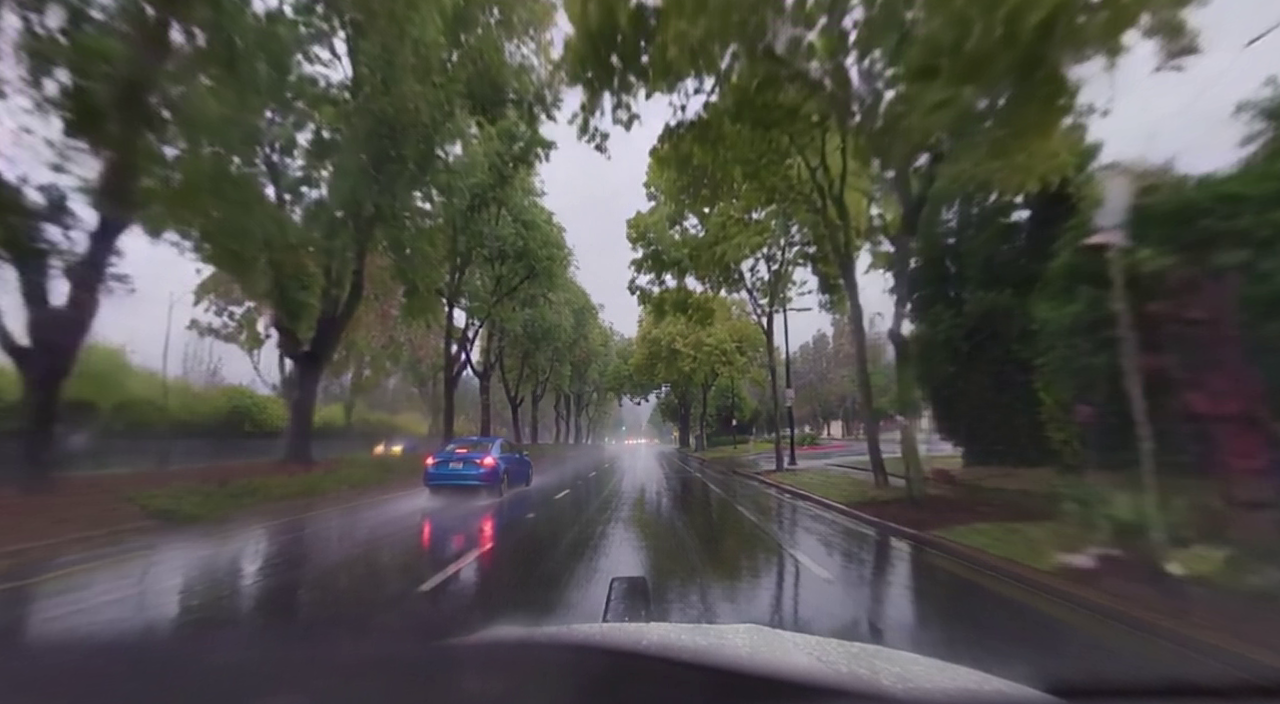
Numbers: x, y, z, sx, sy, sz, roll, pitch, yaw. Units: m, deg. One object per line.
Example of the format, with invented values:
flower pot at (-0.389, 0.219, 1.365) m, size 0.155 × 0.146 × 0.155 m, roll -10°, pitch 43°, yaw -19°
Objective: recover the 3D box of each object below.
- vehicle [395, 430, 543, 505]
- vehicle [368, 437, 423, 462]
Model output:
vehicle at (-3.688, 2.588, 14.574) m, size 2.033 × 1.454 × 4.512 m, roll 0°, pitch -8°, yaw 2°
vehicle at (-17.595, 7.041, 45.637) m, size 2.016 × 1.742 × 4.660 m, roll 0°, pitch -8°, yaw 1°
